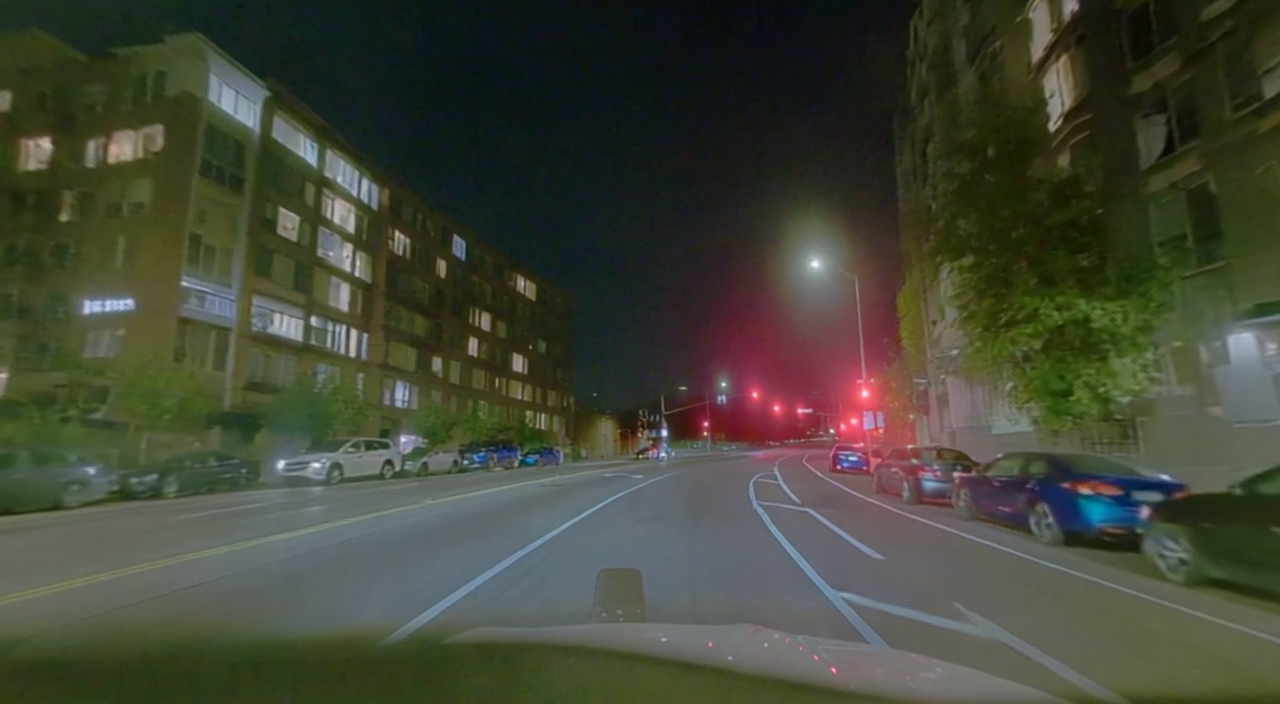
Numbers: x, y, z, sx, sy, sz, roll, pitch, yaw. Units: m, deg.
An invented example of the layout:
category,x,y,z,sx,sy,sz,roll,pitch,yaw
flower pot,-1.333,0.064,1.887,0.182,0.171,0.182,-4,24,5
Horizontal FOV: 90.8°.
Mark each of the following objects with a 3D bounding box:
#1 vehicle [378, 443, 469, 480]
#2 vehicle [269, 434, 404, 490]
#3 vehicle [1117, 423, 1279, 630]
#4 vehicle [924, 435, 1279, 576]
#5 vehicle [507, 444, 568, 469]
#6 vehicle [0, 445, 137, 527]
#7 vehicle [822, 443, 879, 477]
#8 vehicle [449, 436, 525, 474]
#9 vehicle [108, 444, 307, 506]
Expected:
category,x,y,z,sx,sy,sz,roll,pitch,yaw
vehicle,-9.602,4.874,28.438,1.830,1.497,4.436,-2,-9,11
vehicle,-10.680,3.884,22.767,1.933,1.759,5.002,-1,-8,6
vehicle,5.768,1.242,4.220,1.883,1.550,4.286,0,-8,2
vehicle,6.096,2.037,9.245,1.876,1.466,4.943,-1,-9,4
vehicle,-6.375,6.562,39.982,1.894,1.493,4.902,-2,-9,16
vehicle,-12.303,2.462,11.783,1.841,1.444,4.554,-1,-8,5
vehicle,10.027,5.135,30.512,2.010,1.473,5.353,-2,-9,12
vehicle,-8.143,5.519,34.160,2.083,1.882,4.642,-2,-9,13
vehicle,-11.678,3.311,17.588,1.811,1.459,4.702,-1,-8,7
